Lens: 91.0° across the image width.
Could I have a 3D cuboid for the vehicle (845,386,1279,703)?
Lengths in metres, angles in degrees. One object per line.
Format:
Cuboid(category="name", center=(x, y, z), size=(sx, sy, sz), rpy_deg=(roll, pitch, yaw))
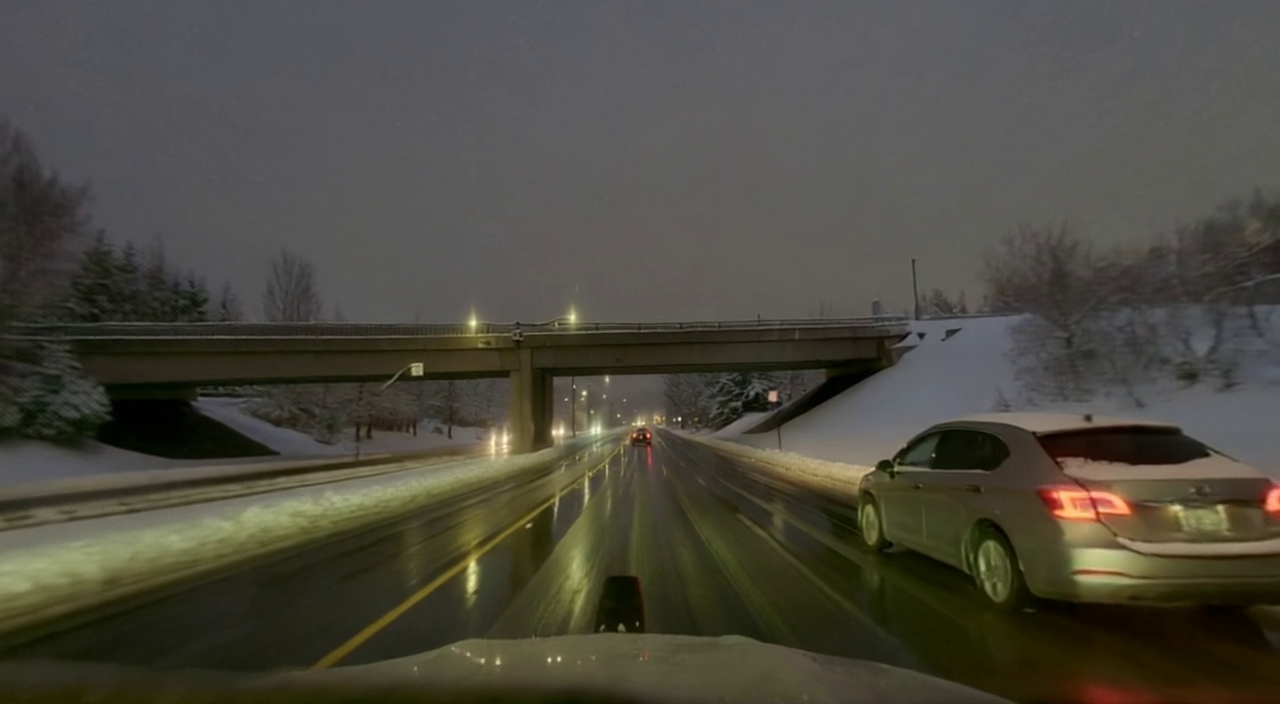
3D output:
Cuboid(category="vehicle", center=(3.510, 1.260, 5.309), size=(2.063, 1.542, 4.420), rpy_deg=(0, -8, 0))
